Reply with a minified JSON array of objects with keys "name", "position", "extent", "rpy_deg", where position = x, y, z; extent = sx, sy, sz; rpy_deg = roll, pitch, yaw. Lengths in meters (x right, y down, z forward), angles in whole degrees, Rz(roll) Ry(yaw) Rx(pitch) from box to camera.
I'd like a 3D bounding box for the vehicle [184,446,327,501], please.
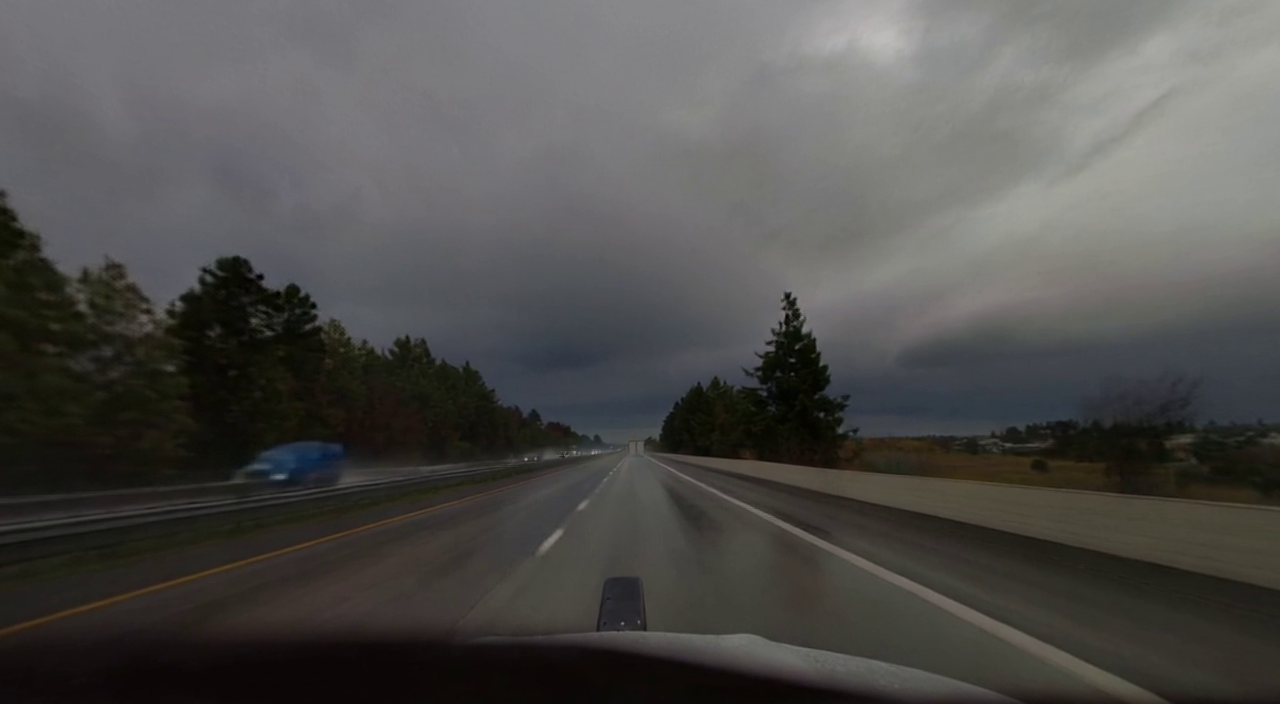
[{"name":"vehicle","position":[-13.072,4.121,21.836],"extent":[2.009,1.664,4.618],"rpy_deg":[0,-9,0]}]
